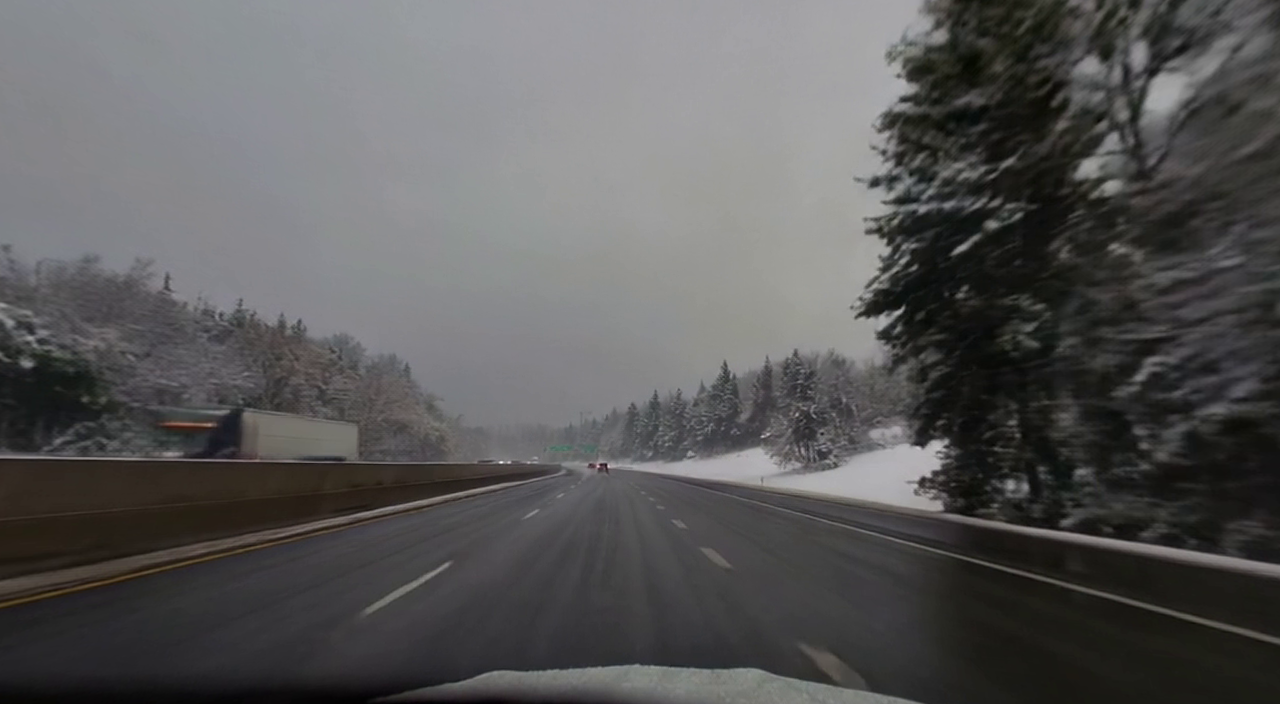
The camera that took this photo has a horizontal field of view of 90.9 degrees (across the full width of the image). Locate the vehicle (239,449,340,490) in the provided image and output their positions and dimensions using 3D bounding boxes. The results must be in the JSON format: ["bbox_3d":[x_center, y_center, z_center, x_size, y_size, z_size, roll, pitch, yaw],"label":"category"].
[{"bbox_3d":[-13.629,4.629,24.796,1.763,1.441,3.984,1,-10,-2],"label":"vehicle"}]

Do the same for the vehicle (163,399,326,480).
[{"bbox_3d":[-21.666,5.139,35.566,3.076,3.885,9.801,1,-10,-3],"label":"vehicle"}]
